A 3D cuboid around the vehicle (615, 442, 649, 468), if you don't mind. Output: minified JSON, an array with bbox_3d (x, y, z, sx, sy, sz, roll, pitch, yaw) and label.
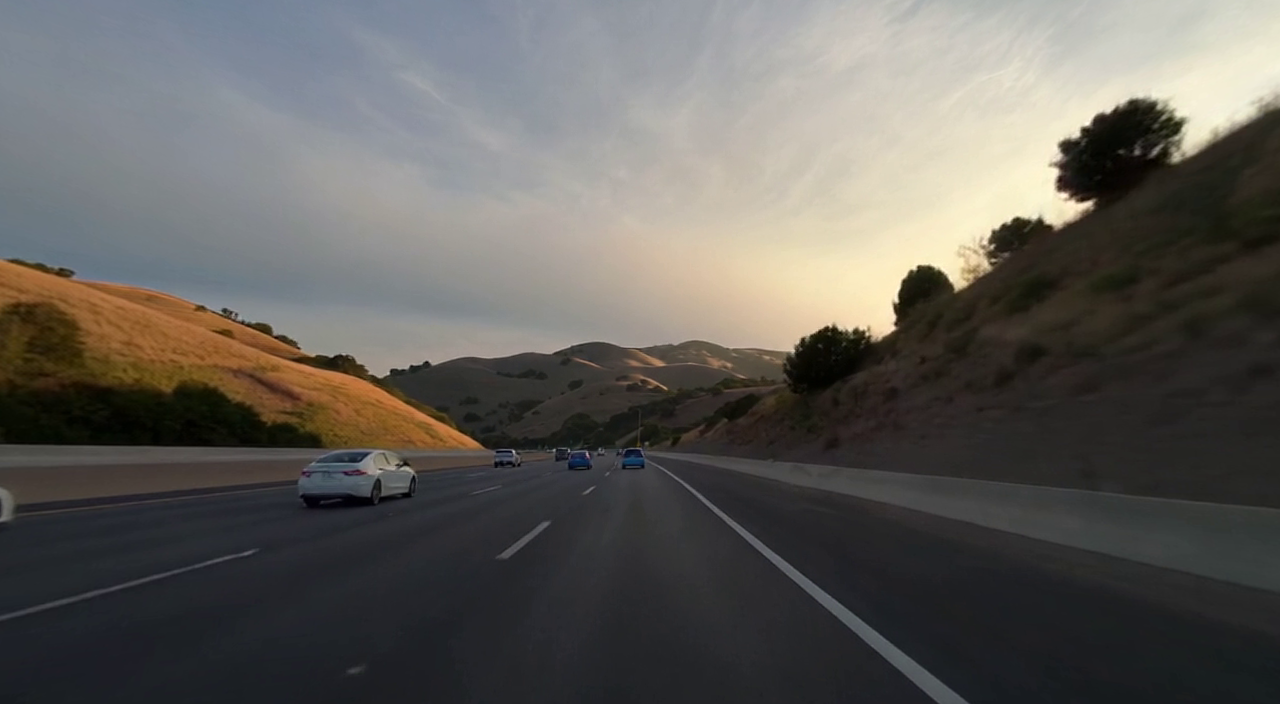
[{"bbox_3d":[-0.594,7.076,43.458,2.225,1.674,4.044,0,-8,-2],"label":"vehicle"}]

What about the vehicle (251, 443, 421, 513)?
[{"bbox_3d":[-7.182,2.984,15.505,1.991,1.441,4.265,0,-8,1],"label":"vehicle"}]

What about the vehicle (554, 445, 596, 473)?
[{"bbox_3d":[-3.880,6.457,38.296,2.144,1.505,4.649,0,-8,-1],"label":"vehicle"}]
